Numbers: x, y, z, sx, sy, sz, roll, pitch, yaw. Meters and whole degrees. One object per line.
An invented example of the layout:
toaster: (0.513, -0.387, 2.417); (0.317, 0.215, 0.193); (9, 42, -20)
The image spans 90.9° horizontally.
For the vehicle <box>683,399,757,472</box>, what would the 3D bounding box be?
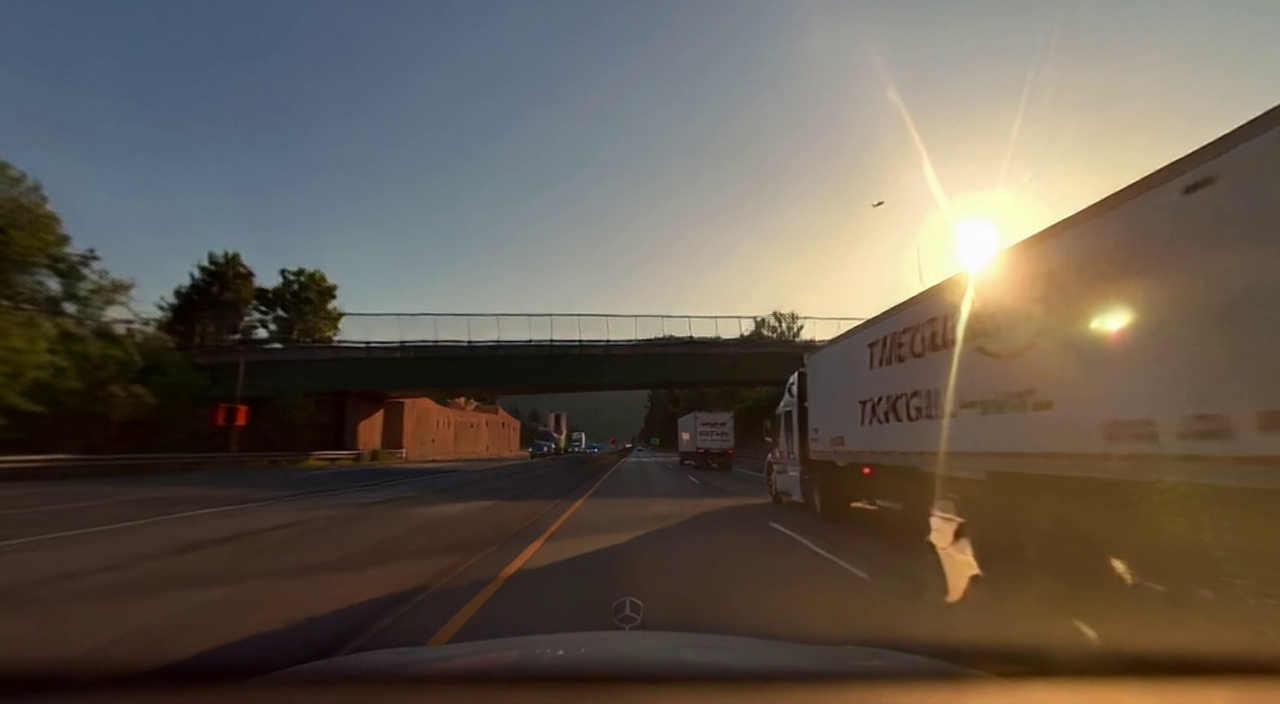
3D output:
vehicle: (4.903, 5.744, 42.171); (2.983, 4.030, 14.444); (0, -9, 0)

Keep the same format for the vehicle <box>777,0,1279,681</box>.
vehicle: (5.014, 0.588, 8.776); (2.929, 4.093, 14.258); (0, -9, 0)
